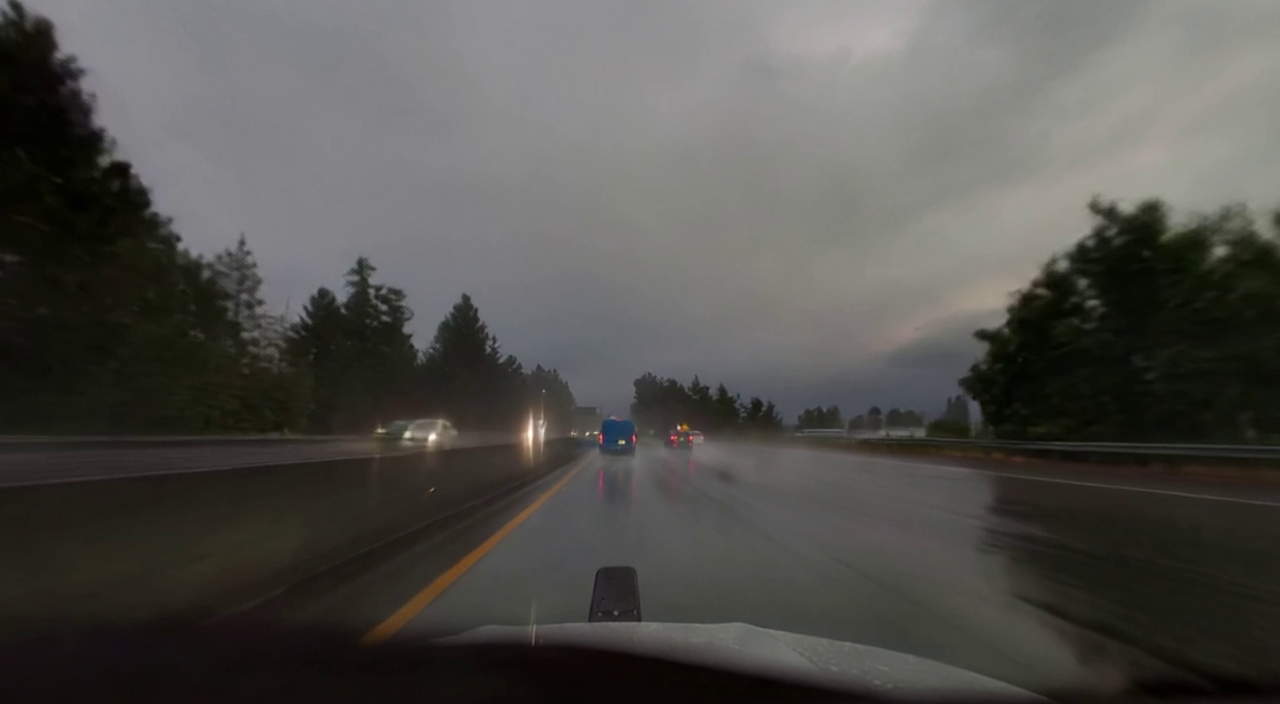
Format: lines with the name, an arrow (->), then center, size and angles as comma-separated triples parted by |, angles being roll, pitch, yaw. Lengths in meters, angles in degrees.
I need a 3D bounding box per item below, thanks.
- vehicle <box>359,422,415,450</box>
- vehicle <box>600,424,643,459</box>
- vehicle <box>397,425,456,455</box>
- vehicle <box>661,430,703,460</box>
vehicle -> -14.799, 4.947, 37.045 | 1.784, 1.504, 3.781 | 0, -8, -1
vehicle -> -1.120, 5.387, 38.047 | 2.403, 1.994, 4.683 | 0, -8, -2
vehicle -> -11.326, 4.721, 33.746 | 1.780, 1.455, 4.310 | -1, -8, -1
vehicle -> 2.384, 5.403, 36.776 | 1.996, 1.589, 3.715 | 0, -8, -3
